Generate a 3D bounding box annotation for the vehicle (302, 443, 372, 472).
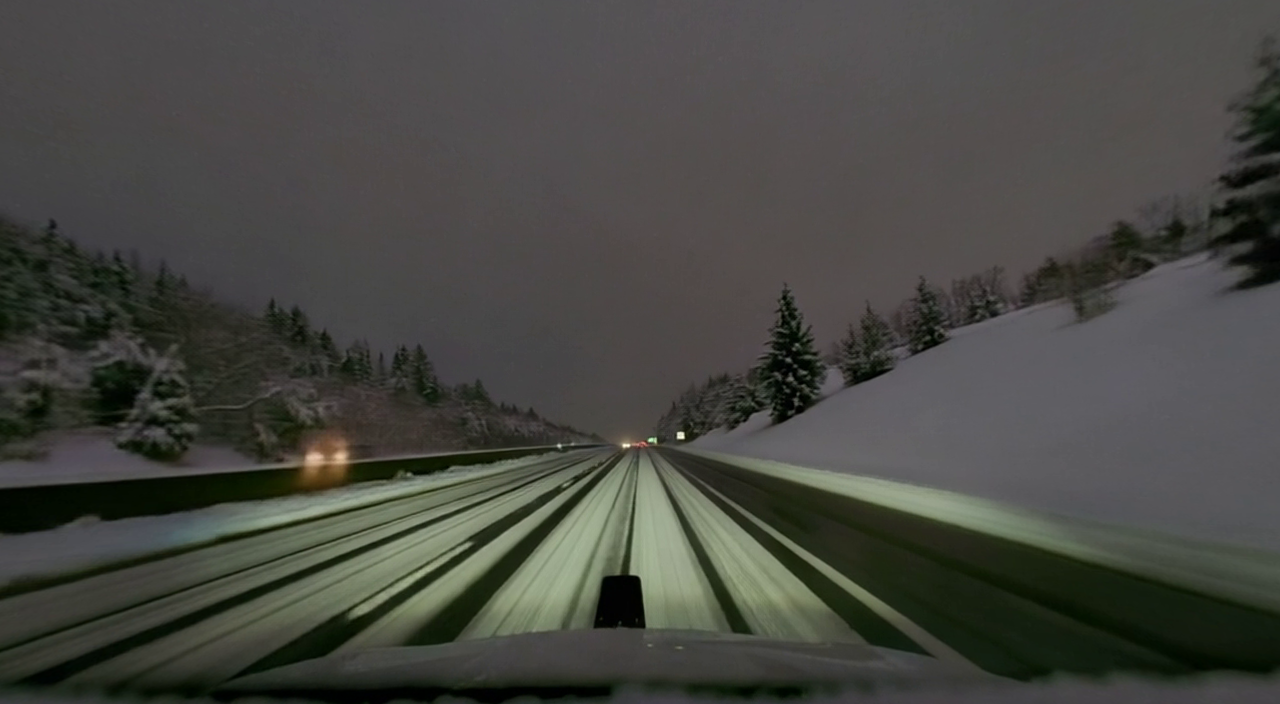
[{"bbox_3d":[-16.452,5.724,34.410,1.829,1.464,3.999,0,-8,0],"label":"vehicle"}]
